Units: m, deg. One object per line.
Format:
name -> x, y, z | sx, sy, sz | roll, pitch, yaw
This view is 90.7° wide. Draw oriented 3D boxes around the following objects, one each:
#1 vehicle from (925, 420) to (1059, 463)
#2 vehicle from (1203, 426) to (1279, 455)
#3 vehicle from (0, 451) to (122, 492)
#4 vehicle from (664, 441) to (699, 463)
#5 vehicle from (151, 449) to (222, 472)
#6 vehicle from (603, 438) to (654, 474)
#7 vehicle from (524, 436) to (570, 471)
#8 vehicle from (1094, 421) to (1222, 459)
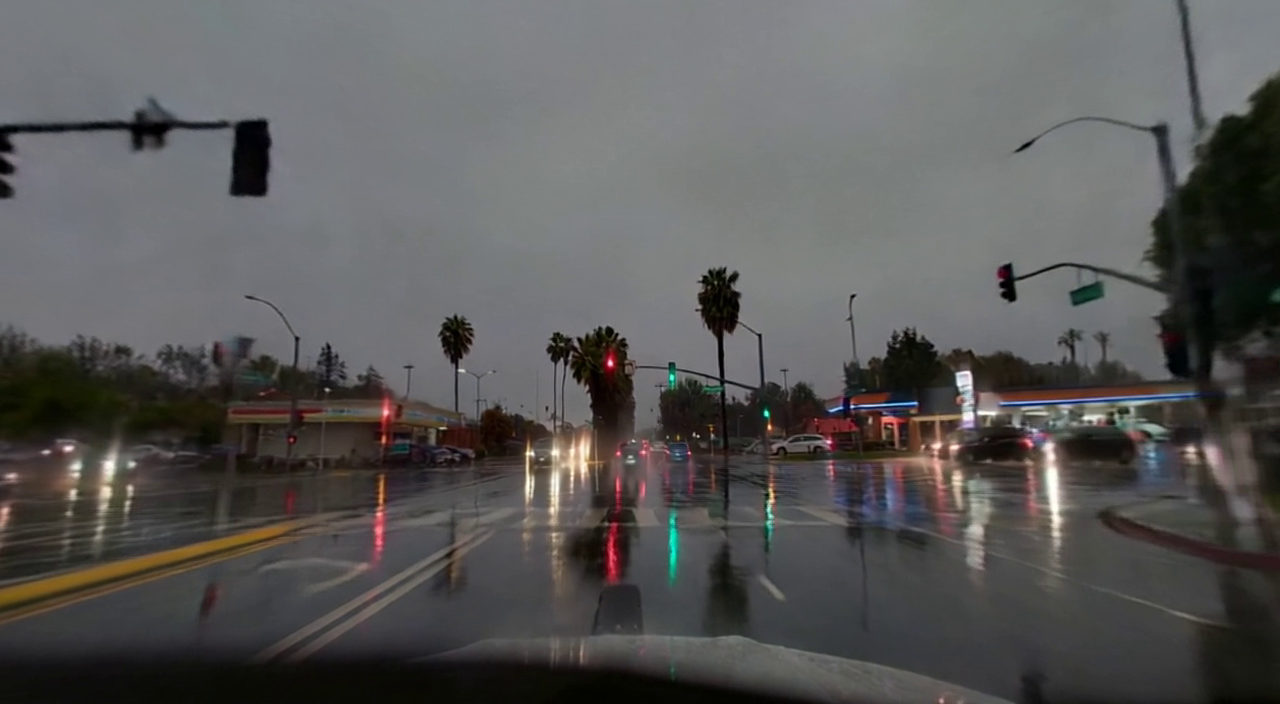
vehicle -> 17.066, 4.382, 30.908 | 5.173, 1.976, 2.223 | 0, -8, 0
vehicle -> 33.178, 4.775, 34.161 | 3.696, 1.532, 1.927 | 0, -8, -1
vehicle -> -25.784, 5.181, 27.577 | 4.599, 1.648, 2.098 | -1, -8, 1
vehicle -> 2.877, 7.008, 44.538 | 2.060, 1.471, 4.168 | 0, -8, -2
vehicle -> -33.854, 8.085, 47.377 | 1.913, 1.638, 4.553 | 0, -8, 1
vehicle -> -0.543, 4.745, 29.150 | 2.160, 1.508, 4.319 | 0, -8, -1
vehicle -> -5.300, 5.809, 36.567 | 2.032, 1.747, 4.479 | -2, -7, -1
vehicle -> 25.050, 4.268, 30.699 | 4.473, 1.751, 1.909 | 0, -8, -1
